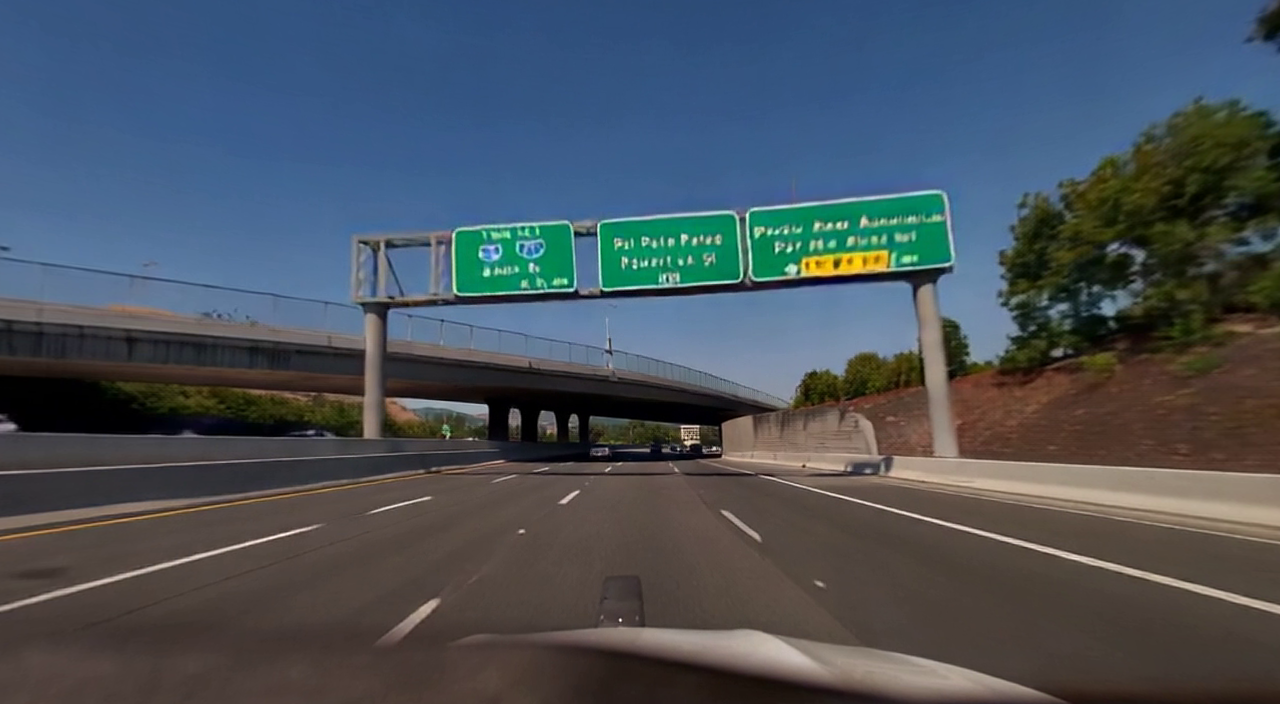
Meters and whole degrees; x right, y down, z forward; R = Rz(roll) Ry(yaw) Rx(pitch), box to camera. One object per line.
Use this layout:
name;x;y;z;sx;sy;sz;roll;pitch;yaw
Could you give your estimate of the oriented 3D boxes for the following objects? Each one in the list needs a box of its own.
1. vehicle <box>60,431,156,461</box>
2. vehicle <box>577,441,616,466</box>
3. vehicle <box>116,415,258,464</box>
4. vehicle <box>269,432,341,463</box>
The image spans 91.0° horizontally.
vehicle;-26.319;4.663;31.281;1.645;1.399;3.498;0;-8;1
vehicle;-2.842;6.777;42.169;2.088;1.565;4.410;0;-8;2
vehicle;-18.923;3.728;26.669;2.199;1.871;4.973;0;-8;1
vehicle;-15.744;4.506;29.775;1.506;1.397;3.358;0;-8;1
